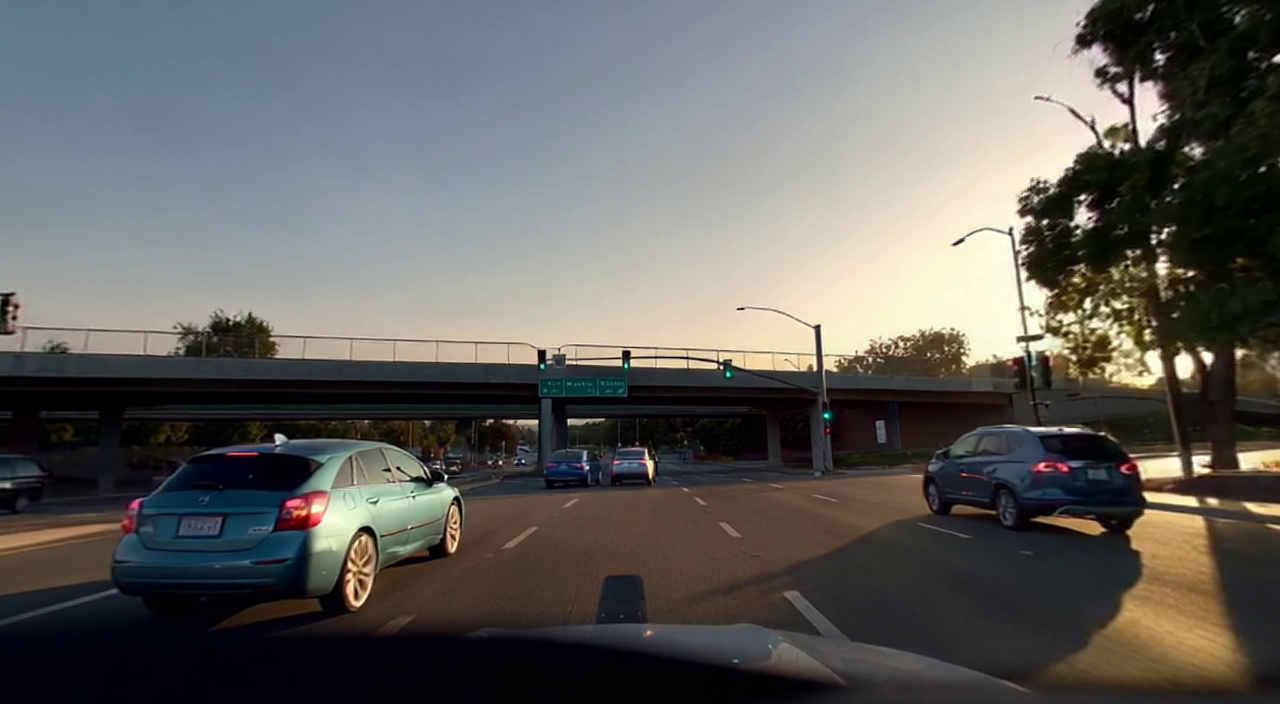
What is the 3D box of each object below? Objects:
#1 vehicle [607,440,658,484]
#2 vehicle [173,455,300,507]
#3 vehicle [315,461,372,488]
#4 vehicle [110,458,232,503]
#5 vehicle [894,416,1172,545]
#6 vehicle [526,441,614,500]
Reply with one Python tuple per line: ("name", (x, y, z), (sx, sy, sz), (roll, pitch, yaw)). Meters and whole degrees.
("vehicle", (-0.314, 5.464, 31.803), (2.342, 2.026, 4.642), (0, -8, 1))
("vehicle", (-15.962, 5.081, 25.385), (2.007, 1.730, 4.774), (-1, -8, -1))
("vehicle", (-19.712, 8.139, 42.198), (1.857, 1.534, 4.221), (0, -8, -1))
("vehicle", (-23.298, 6.351, 31.714), (2.039, 1.965, 5.291), (0, -8, 0))
("vehicle", (6.426, 2.129, 11.120), (2.074, 1.785, 4.320), (0, -8, 0))
("vehicle", (-2.272, 3.998, 21.840), (2.060, 1.768, 4.681), (-1, -8, 6))
